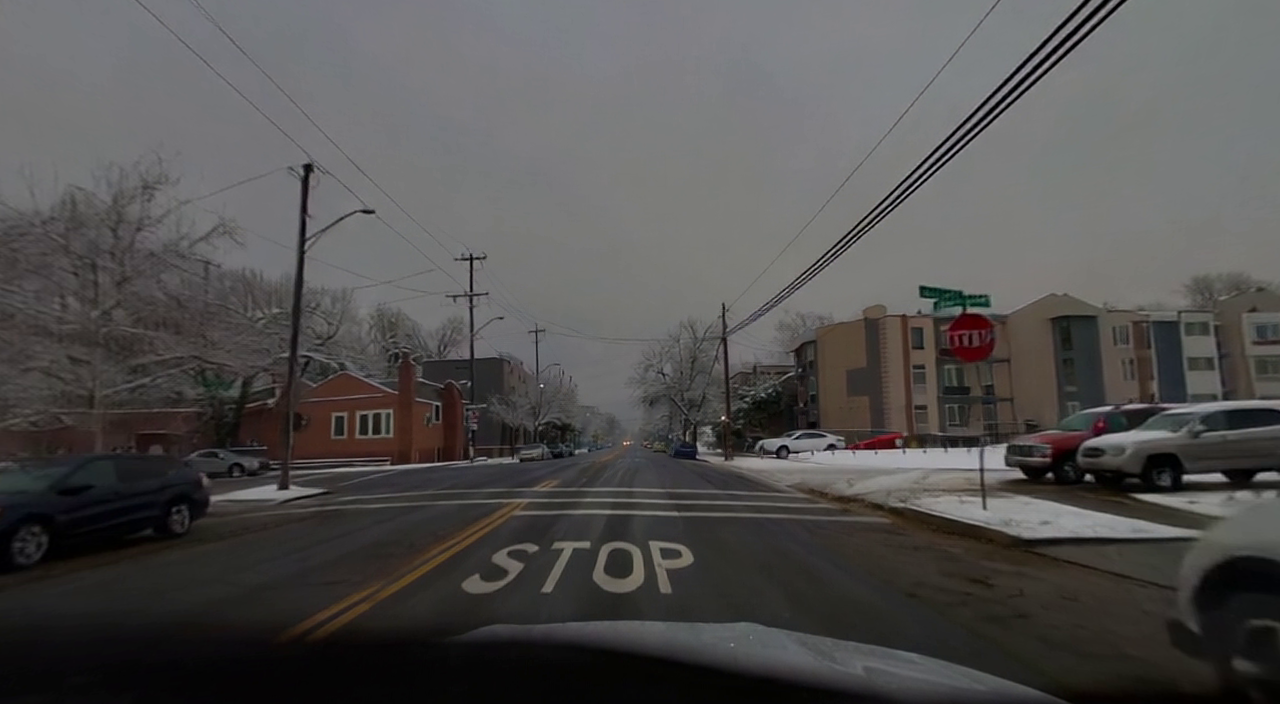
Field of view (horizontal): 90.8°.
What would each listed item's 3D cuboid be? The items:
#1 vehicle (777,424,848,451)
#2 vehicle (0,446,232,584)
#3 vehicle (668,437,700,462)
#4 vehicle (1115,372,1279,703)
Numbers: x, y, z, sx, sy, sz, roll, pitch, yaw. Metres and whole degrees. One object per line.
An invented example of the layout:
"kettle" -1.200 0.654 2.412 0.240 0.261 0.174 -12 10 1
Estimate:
"vehicle" 11.321 5.620 41.418 4.509 1.664 1.981 6 -10 -34
"vehicle" -8.151 2.107 8.739 2.018 1.493 4.693 -2 -8 -2
"vehicle" 3.282 7.412 48.030 1.993 1.755 4.256 0 -8 -2
"vehicle" 3.718 0.720 1.448 1.976 1.614 4.052 0 -8 -2
